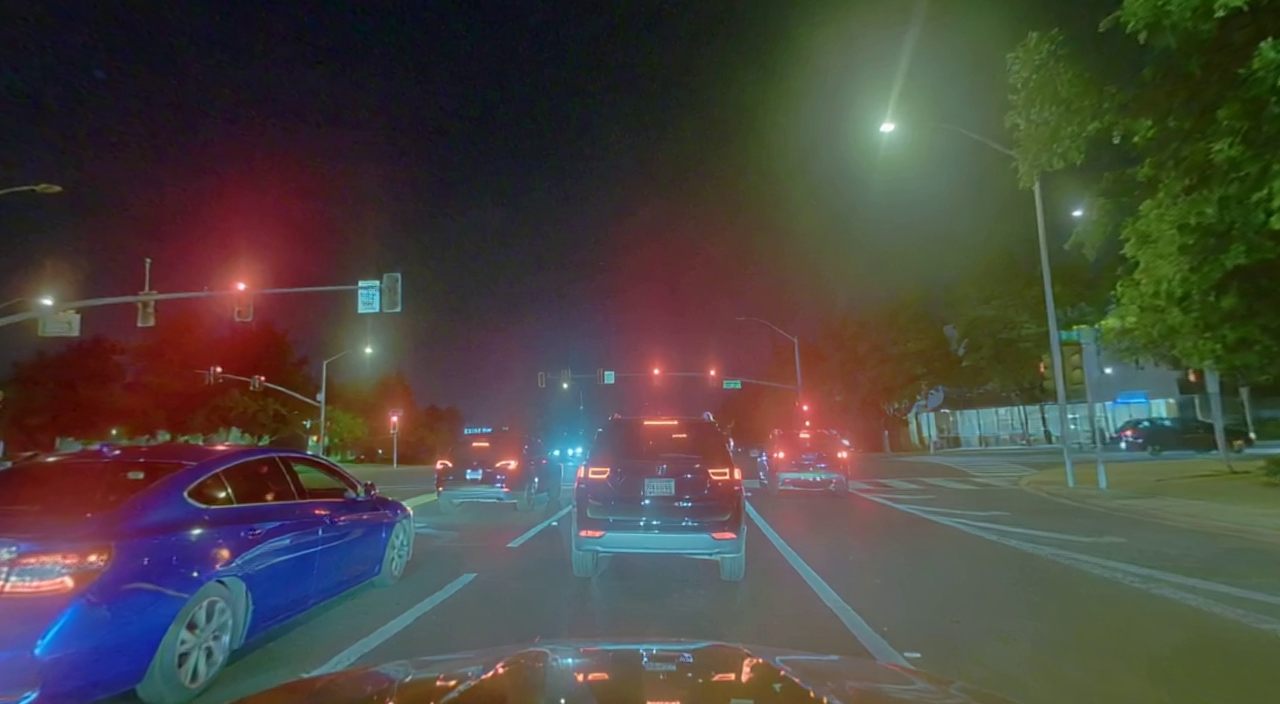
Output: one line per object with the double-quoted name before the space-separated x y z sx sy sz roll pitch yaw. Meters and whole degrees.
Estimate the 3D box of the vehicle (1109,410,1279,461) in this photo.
"vehicle" 24.669 3.737 28.013 5.539 2.007 2.154 -3 -9 7

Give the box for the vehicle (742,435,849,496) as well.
"vehicle" 4.099 3.056 17.343 1.979 1.453 4.011 0 -8 1

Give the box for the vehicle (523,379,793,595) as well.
"vehicle" 0.205 1.466 7.641 2.300 1.832 4.331 0 -8 1

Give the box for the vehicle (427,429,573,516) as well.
"vehicle" -2.677 2.407 13.087 1.851 1.502 4.042 0 -8 4

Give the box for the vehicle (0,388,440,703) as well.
"vehicle" -3.216 1.206 4.477 1.958 1.494 4.624 0 -8 2
